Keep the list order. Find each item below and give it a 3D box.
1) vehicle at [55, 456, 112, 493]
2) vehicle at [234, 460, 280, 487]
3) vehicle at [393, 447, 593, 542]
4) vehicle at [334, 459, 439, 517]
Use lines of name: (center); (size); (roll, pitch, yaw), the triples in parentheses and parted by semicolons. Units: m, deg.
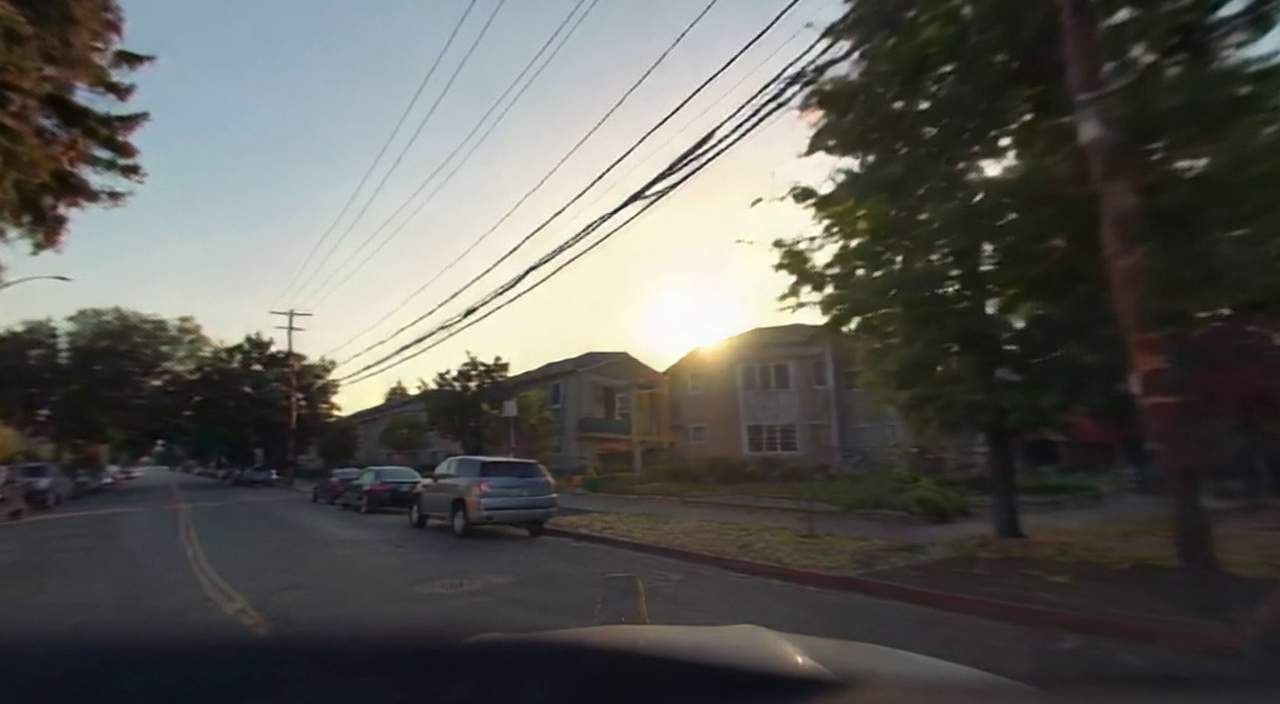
vehicle: (-41.076, 8.997, 46.476); (2.376, 2.219, 6.021); (3, -8, -35)
vehicle: (-28.051, 8.920, 45.916); (2.328, 1.730, 4.225); (7, -14, -36)
vehicle: (-3.413, 2.957, 13.682); (2.272, 1.626, 5.170); (9, -13, -36)
vehicle: (-8.190, 4.220, 20.018); (1.868, 1.494, 4.652); (6, -11, -37)
